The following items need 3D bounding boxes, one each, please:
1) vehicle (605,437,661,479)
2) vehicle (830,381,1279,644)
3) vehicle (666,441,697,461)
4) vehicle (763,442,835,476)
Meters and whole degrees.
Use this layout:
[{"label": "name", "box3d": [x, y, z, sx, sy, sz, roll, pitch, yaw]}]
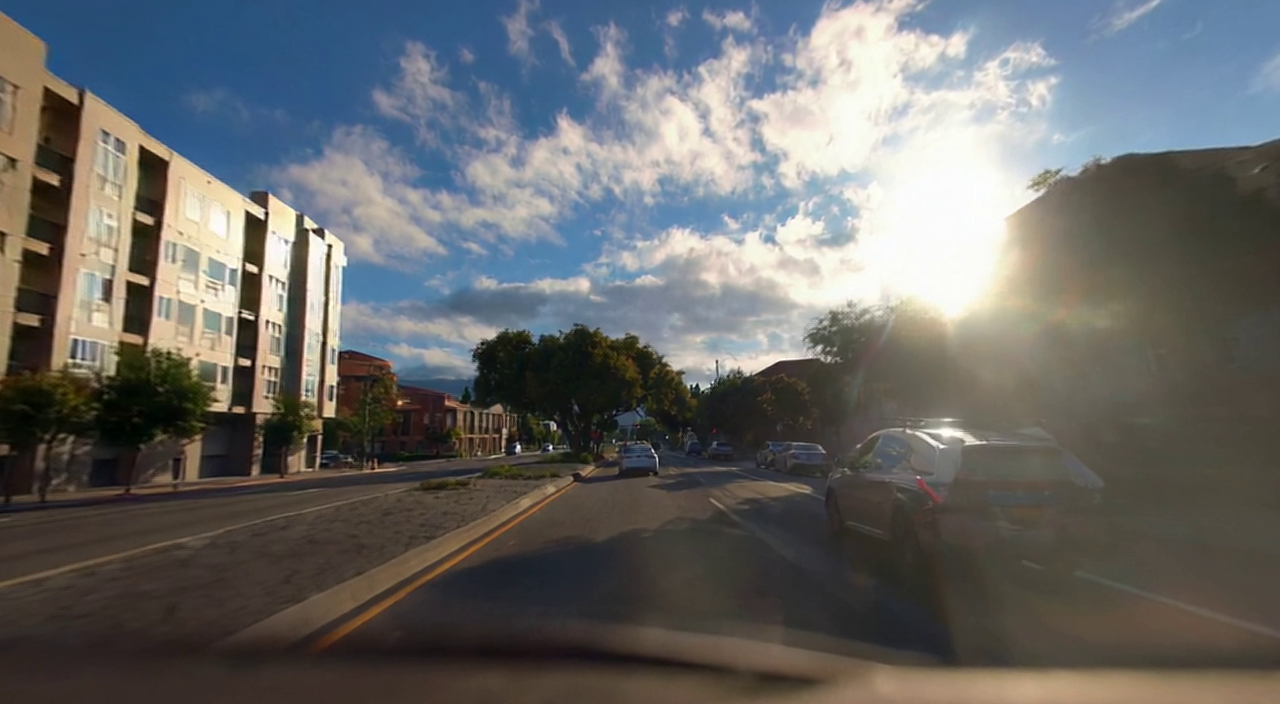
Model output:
[{"label": "vehicle", "box3d": [-0.252, 4.040, 24.278, 2.006, 1.487, 3.535, 0, -8, 0]}, {"label": "vehicle", "box3d": [3.547, 1.351, 6.275, 1.949, 1.723, 4.020, 0, -8, -1]}, {"label": "vehicle", "box3d": [3.073, 7.409, 47.427, 1.910, 1.474, 4.003, 0, -8, -2]}, {"label": "vehicle", "box3d": [7.417, 5.018, 30.017, 2.014, 1.465, 4.769, 0, -8, -2]}]
